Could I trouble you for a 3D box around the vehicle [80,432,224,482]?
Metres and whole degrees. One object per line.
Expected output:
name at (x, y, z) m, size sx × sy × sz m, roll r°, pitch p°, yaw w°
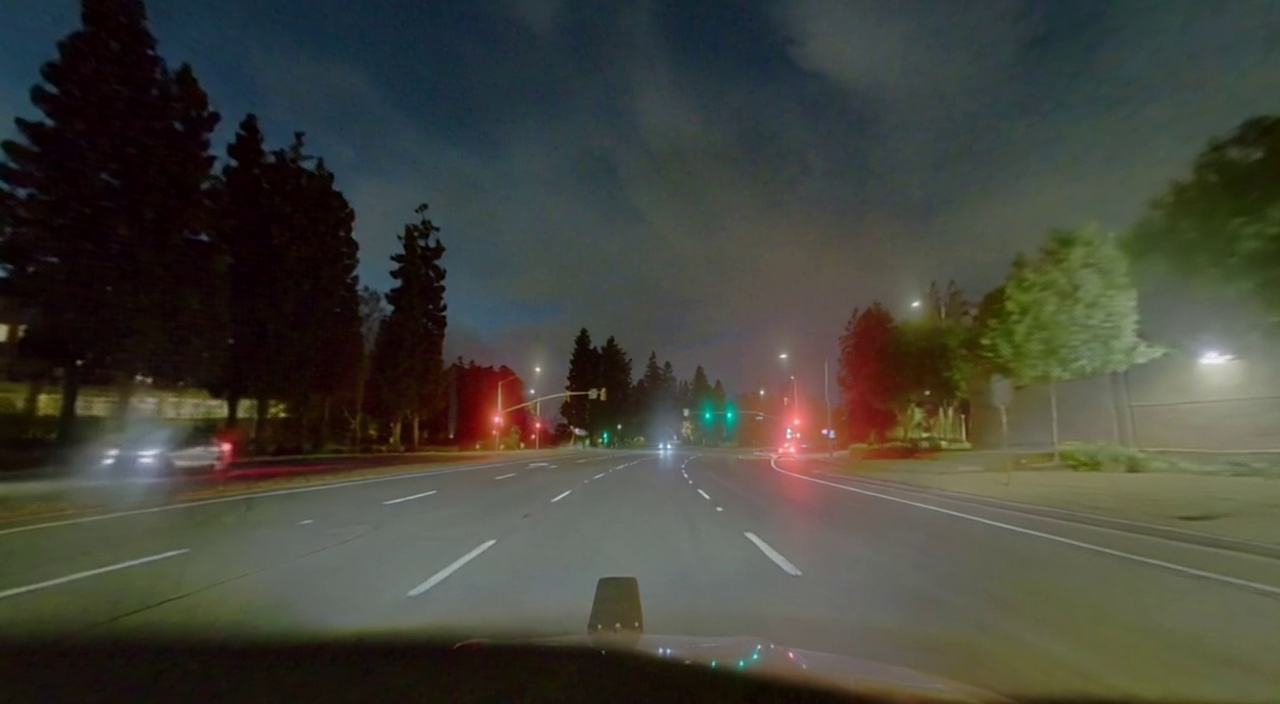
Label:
vehicle at (-18.969, 4.096, 24.883) m, size 1.974 × 1.778 × 4.391 m, roll -1°, pitch -8°, yaw 3°
